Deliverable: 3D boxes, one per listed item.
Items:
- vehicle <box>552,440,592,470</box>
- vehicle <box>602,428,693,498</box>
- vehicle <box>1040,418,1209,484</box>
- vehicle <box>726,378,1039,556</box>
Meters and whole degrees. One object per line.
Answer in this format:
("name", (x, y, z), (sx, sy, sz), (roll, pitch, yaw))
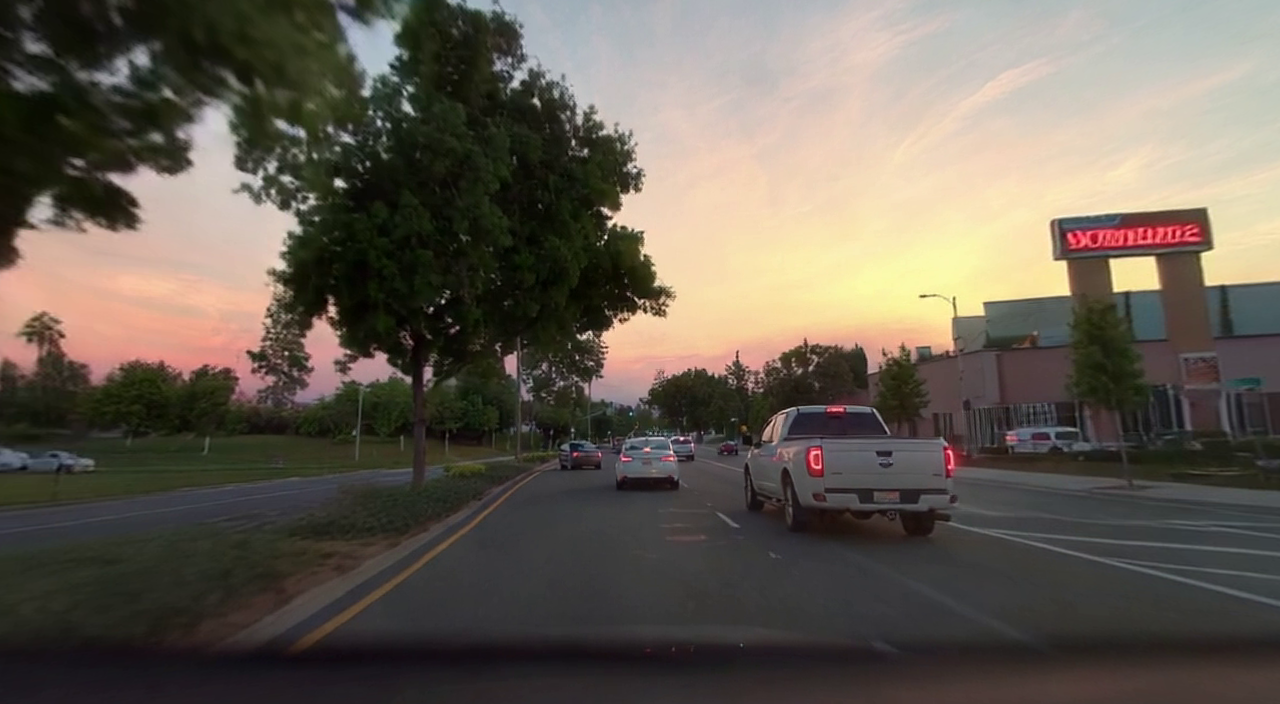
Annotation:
("vehicle", (-3.585, 5.454, 33.568), (1.960, 1.475, 4.161), (1, -9, -5))
("vehicle", (0.153, 2.931, 16.947), (2.145, 1.650, 4.021), (0, -8, -1))
("vehicle", (15.110, 3.080, 19.680), (4.299, 1.878, 1.989), (3, -9, -19))
("vehicle", (3.314, 1.816, 10.595), (2.731, 2.101, 6.047), (0, -8, -1))
